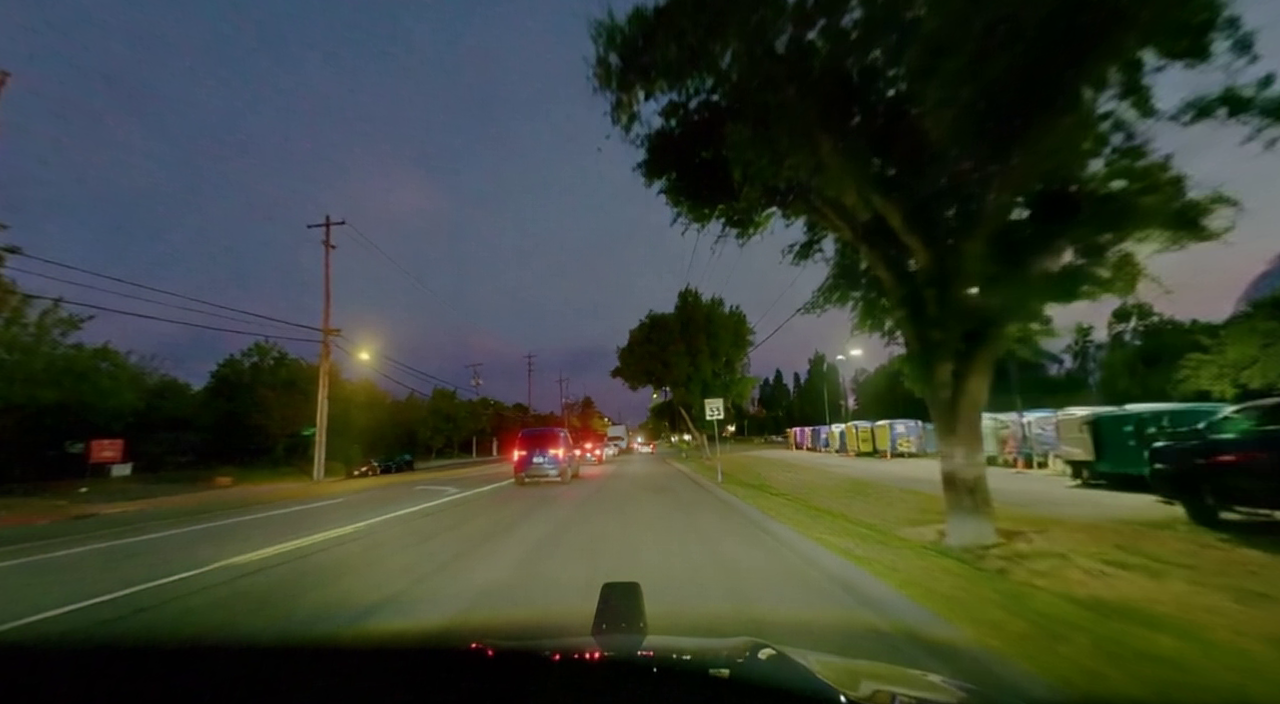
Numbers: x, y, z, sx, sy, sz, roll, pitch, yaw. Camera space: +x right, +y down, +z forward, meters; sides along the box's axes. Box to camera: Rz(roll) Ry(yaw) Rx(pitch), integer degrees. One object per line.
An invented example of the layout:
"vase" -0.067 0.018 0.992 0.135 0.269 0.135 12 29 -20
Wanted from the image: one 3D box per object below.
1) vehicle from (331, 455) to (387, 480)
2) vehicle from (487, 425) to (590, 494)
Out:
"vehicle" -19.617 8.056 44.205 2.099 1.449 4.749 1 -8 -5
"vehicle" -2.915 3.239 19.361 2.180 1.818 5.117 0 -8 2
